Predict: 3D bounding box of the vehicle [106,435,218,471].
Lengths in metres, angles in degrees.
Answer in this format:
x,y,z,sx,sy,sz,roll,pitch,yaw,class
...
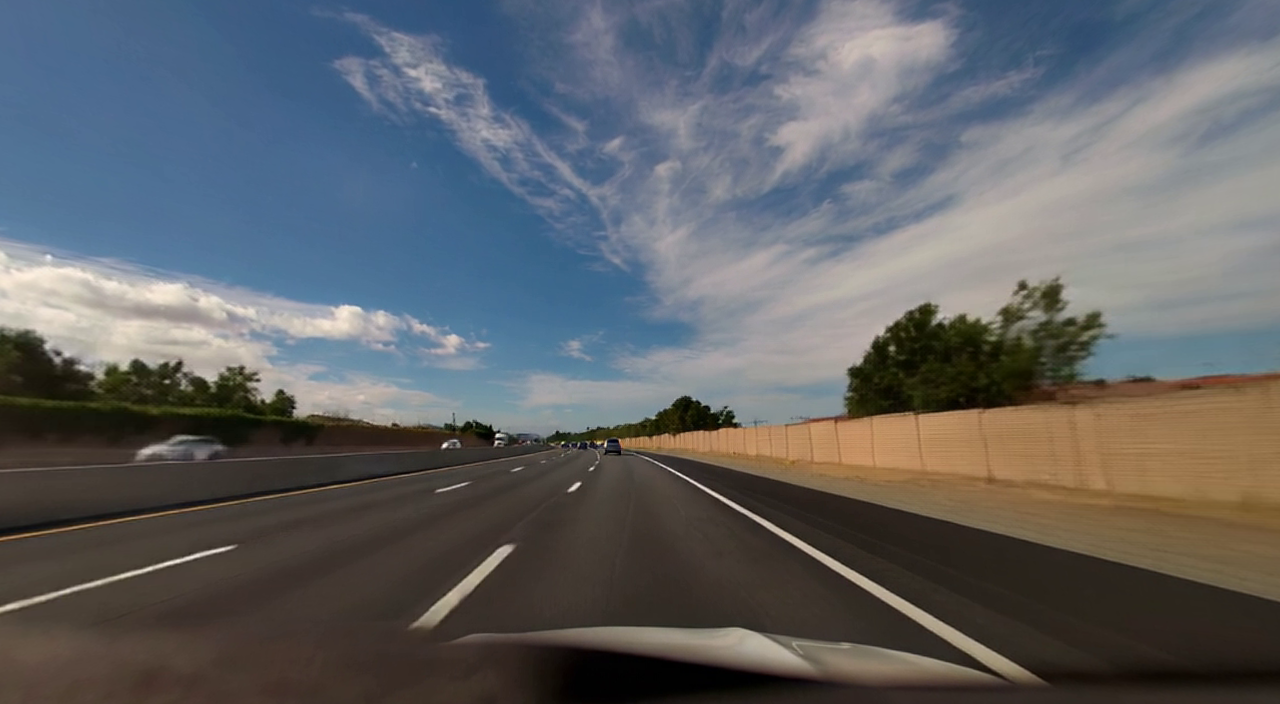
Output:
x,y,z,sx,sy,sz,roll,pitch,yaw,class
-23.614,4.988,31.376,1.938,1.603,4.827,0,-8,-2,vehicle
